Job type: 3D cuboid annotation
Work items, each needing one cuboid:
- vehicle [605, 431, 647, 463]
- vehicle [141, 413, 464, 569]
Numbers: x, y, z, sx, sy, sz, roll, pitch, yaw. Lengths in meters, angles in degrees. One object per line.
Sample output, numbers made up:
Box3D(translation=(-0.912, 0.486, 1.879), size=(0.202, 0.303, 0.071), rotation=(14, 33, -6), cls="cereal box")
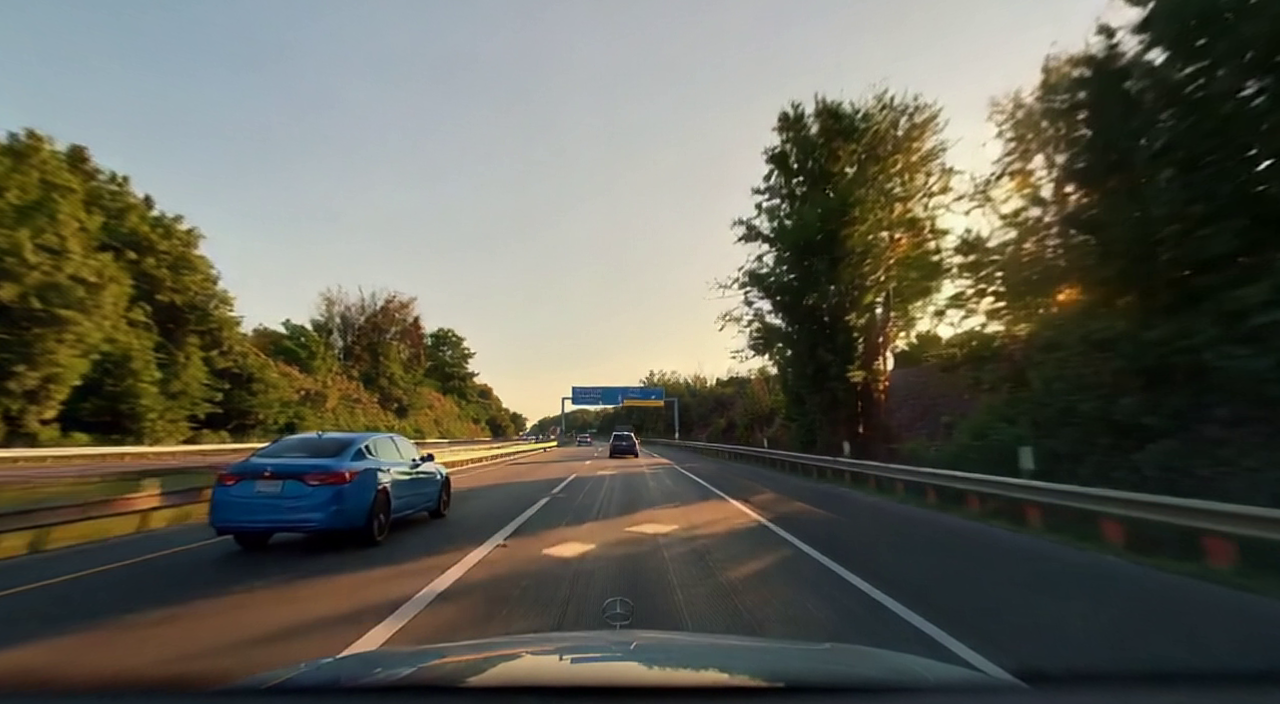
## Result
Box3D(translation=(-0.771, 5.124, 34.317), size=(2.162, 1.616, 4.242), rotation=(0, -8, -2), cls="vehicle")
Box3D(translation=(-3.912, 1.655, 8.355), size=(1.975, 1.518, 4.242), rotation=(0, -8, -1), cls="vehicle")
